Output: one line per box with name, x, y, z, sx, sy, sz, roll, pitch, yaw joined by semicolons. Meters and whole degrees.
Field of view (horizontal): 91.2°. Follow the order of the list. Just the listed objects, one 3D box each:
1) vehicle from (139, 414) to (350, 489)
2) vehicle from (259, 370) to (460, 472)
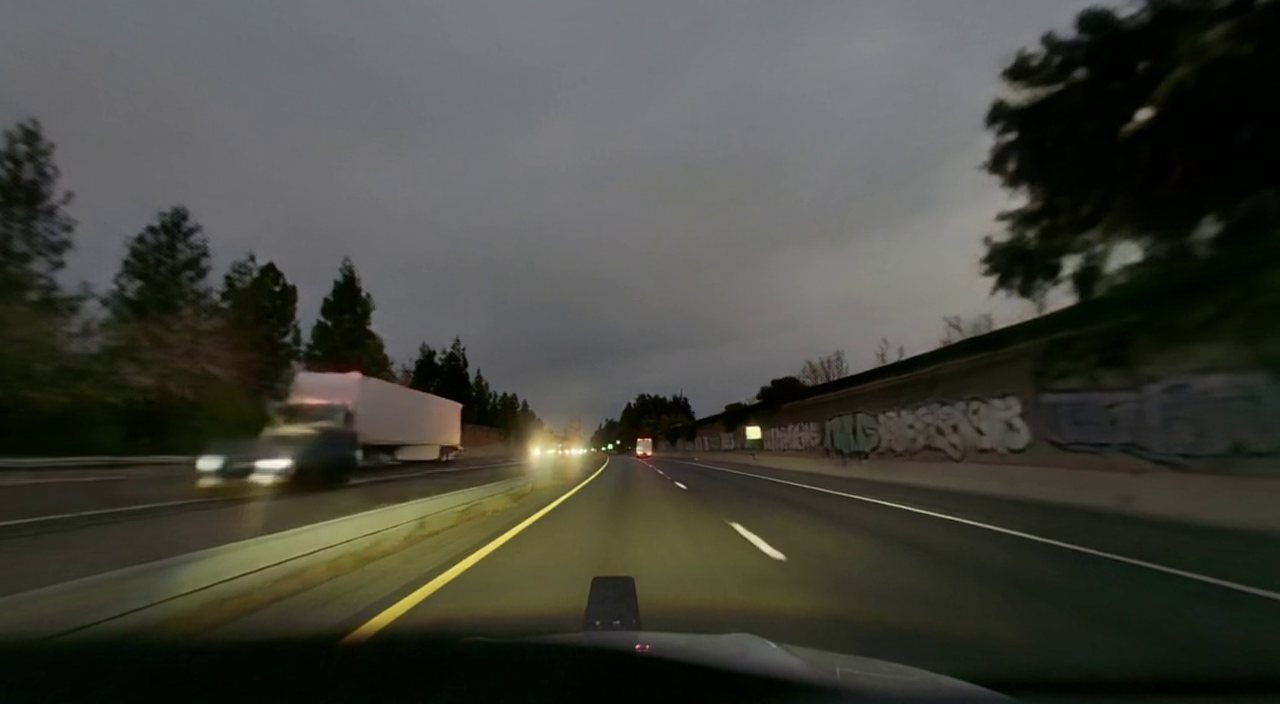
vehicle;-9.301;2.424;15.387;2.121;1.540;4.733;0;-9;0
vehicle;-13.424;4.001;33.071;3.086;3.976;16.980;0;-9;-1
